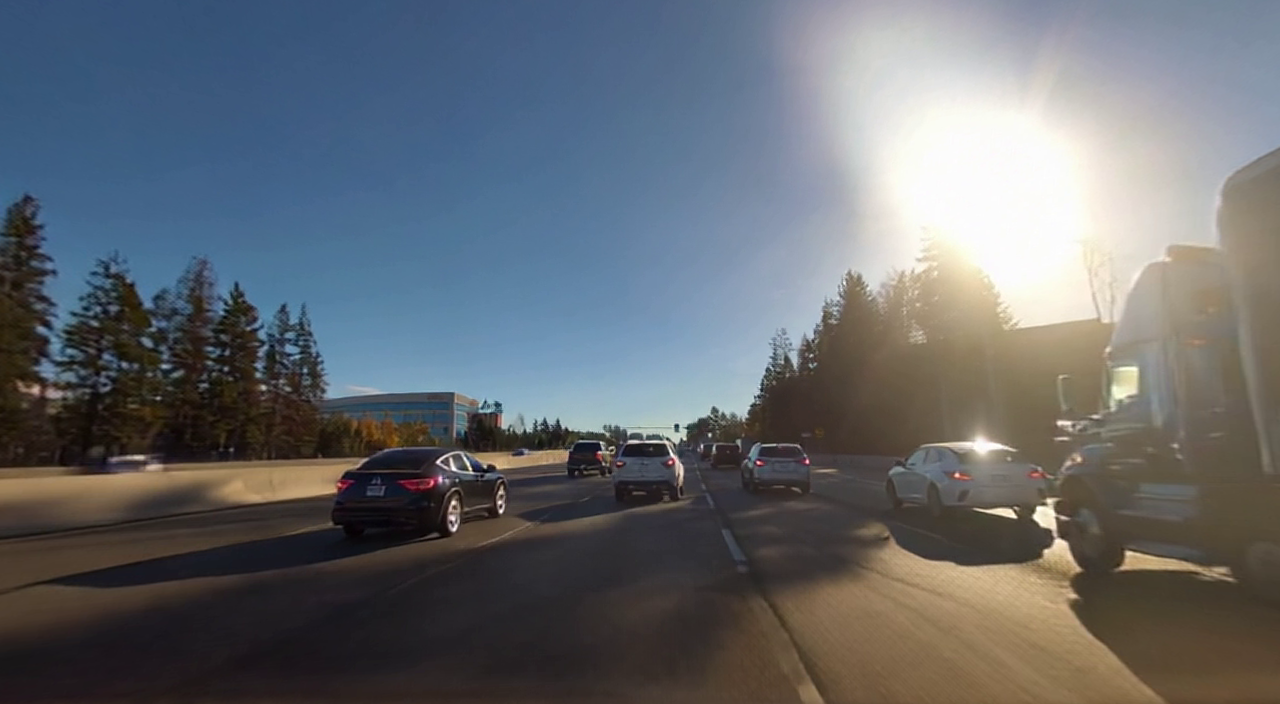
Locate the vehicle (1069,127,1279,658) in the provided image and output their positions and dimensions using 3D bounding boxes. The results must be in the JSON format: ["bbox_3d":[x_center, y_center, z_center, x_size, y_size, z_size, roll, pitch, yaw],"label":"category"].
[{"bbox_3d":[5.226,-0.175,0.995,2.987,3.212,9.311,-1,-8,4],"label":"vehicle"}]

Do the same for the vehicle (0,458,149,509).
[{"bbox_3d":[-20.729,4.737,23.174,1.875,1.607,4.024,-1,-8,5],"label":"vehicle"}]

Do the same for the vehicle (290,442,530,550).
[{"bbox_3d":[-3.590,2.332,11.116,1.965,1.443,4.968,-1,-8,6],"label":"vehicle"}]

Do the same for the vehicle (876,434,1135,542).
[{"bbox_3d":[5.923,2.222,11.029,2.053,1.473,4.383,-1,-8,3],"label":"vehicle"}]

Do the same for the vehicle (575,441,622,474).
[{"bbox_3d":[-2.206,5.807,34.993,1.951,1.694,4.188,-1,-8,5],"label":"vehicle"}]

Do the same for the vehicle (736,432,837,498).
[{"bbox_3d":[4.188,3.316,18.872,2.156,1.701,4.494,-1,-8,3],"label":"vehicle"}]

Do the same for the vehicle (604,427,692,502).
[{"bbox_3d":[0.364,3.114,17.828,2.153,1.805,4.631,-1,-8,4],"label":"vehicle"}]
